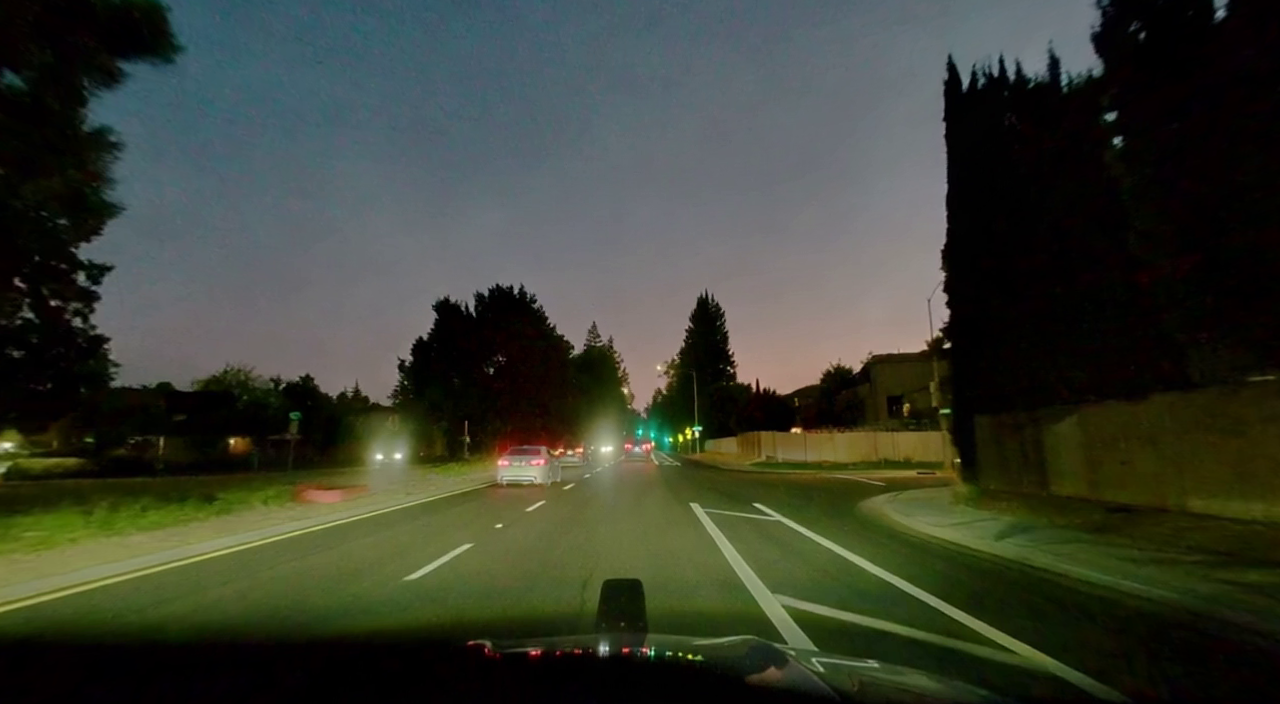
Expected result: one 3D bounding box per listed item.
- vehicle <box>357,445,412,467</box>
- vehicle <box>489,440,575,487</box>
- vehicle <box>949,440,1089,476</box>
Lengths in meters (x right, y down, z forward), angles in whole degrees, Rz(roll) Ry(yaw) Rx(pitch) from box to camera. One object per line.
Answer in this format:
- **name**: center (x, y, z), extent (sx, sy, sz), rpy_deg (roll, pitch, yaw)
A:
- **vehicle**: center (-19.836, 8.063, 49.138), extent (2.041, 1.566, 5.174), rpy_deg (0, -8, 1)
- **vehicle**: center (-3.665, 3.897, 22.331), extent (2.188, 1.473, 4.651), rpy_deg (0, -8, 1)
- **vehicle**: center (17.197, 4.825, 28.814), extent (4.970, 1.575, 2.140), rpy_deg (0, -8, 1)
